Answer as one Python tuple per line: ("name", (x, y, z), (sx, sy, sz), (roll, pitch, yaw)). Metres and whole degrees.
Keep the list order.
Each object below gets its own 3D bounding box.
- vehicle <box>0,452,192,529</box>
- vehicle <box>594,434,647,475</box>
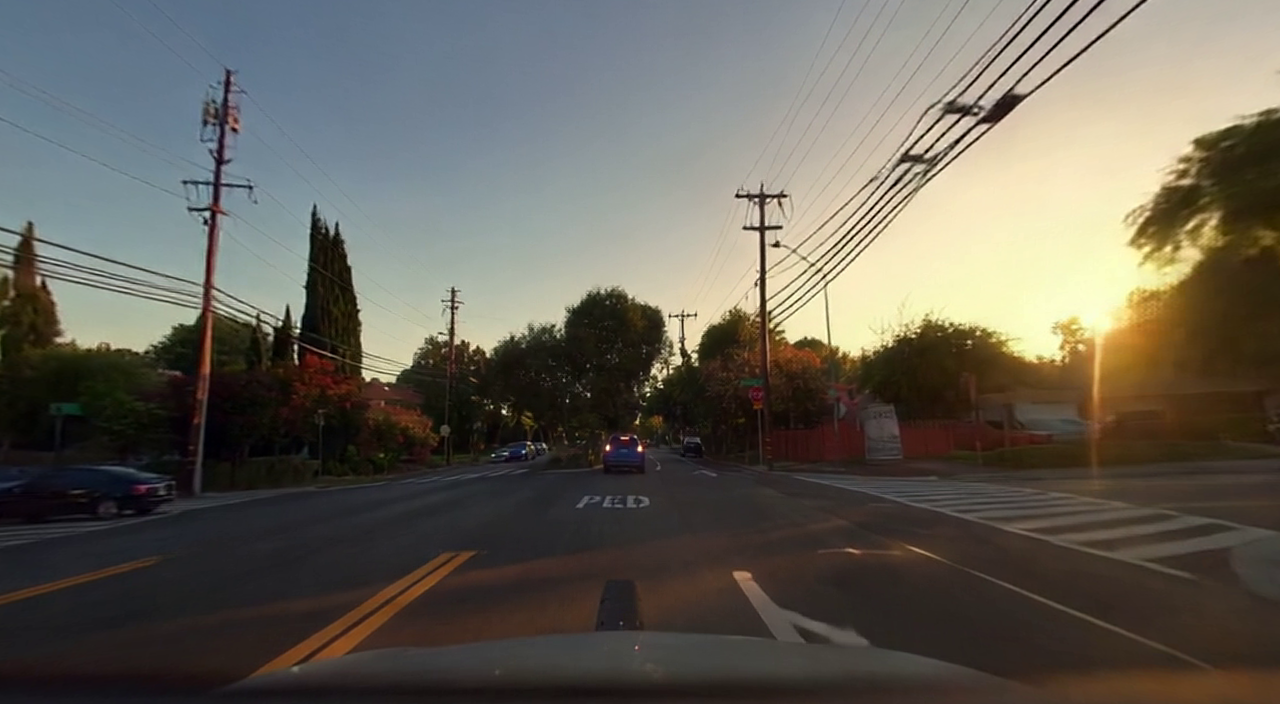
("vehicle", (-14.117, 3.340, 15.150), (5.190, 1.502, 2.085), (-4, -8, -1))
("vehicle", (-0.704, 3.936, 24.517), (1.877, 1.448, 3.830), (0, -9, 0))
